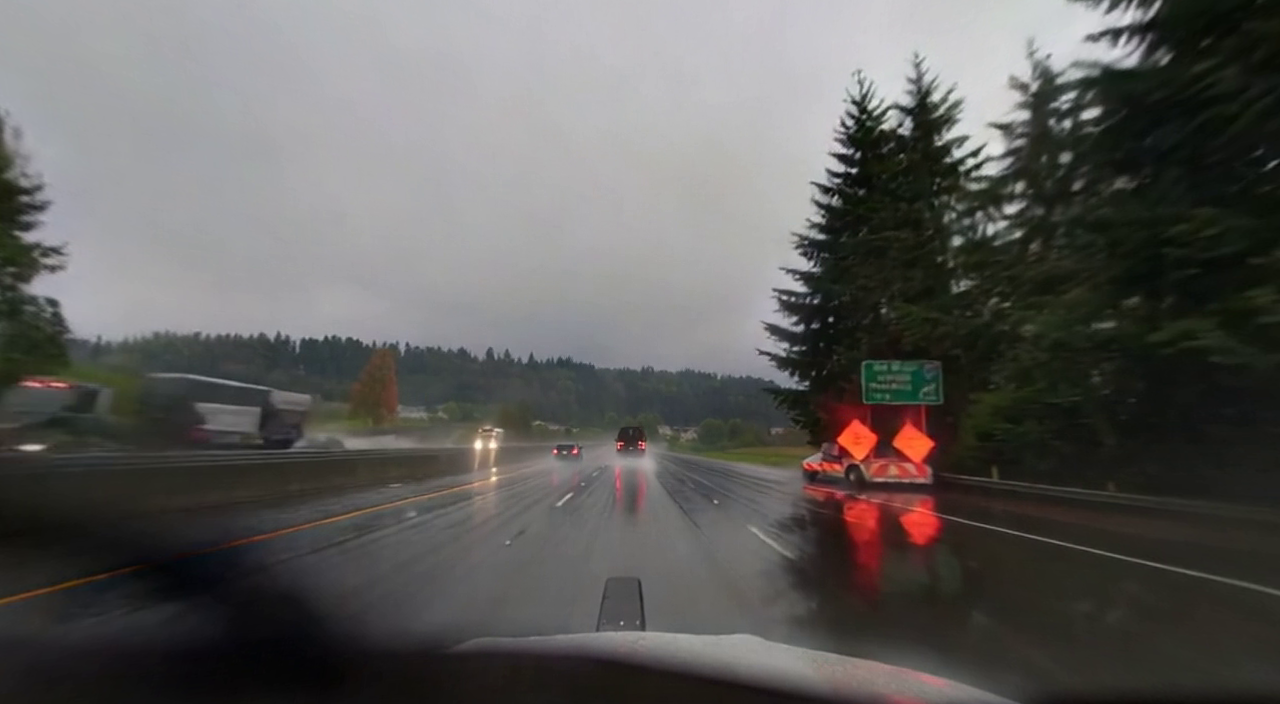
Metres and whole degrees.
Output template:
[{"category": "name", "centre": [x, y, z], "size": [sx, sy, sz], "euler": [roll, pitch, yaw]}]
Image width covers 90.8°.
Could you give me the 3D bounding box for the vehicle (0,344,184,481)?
[{"category": "vehicle", "centre": [-18.905, 2.147, 20.958], "size": [2.930, 3.933, 5.854], "euler": [0, -9, -1]}]

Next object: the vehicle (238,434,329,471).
[{"category": "vehicle", "centre": [-15.392, 4.378, 27.481], "size": [1.773, 1.465, 3.804], "euler": [0, -9, -1]}]

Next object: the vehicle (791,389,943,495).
[{"category": "vehicle", "centre": [6.913, 2.900, 20.242], "size": [2.419, 2.874, 6.010], "euler": [0, -9, -2]}]

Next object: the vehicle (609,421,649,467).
[{"category": "vehicle", "centre": [-0.851, 6.689, 45.693], "size": [2.672, 3.056, 6.900], "euler": [0, -9, -2]}]

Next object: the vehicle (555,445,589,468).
[{"category": "vehicle", "centre": [-4.666, 7.213, 43.811], "size": [1.991, 1.484, 4.110], "euler": [0, -9, -1]}]
